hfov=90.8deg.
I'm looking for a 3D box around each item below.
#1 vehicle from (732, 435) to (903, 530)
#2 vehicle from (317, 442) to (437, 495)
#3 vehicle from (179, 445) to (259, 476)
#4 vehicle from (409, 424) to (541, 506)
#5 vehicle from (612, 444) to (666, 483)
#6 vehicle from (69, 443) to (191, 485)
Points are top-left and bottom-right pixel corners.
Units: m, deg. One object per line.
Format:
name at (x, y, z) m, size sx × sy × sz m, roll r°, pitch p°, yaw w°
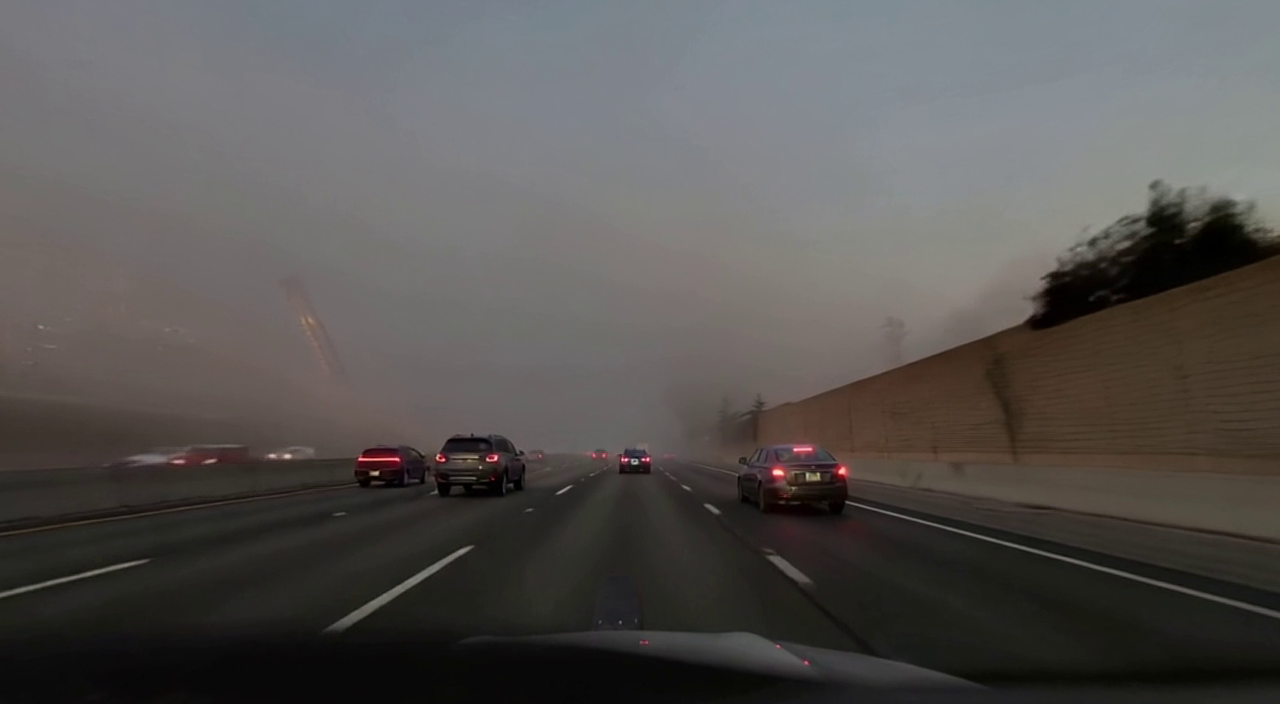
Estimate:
vehicle at (3.185, 2.428, 12.422) m, size 1.917 × 1.507 × 4.540 m, roll 0°, pitch -8°, yaw -2°
vehicle at (-8.168, 3.629, 20.104) m, size 1.908 × 1.476 × 4.342 m, roll 0°, pitch -8°, yaw 0°
vehicle at (-27.338, 7.000, 41.229) m, size 1.888 × 1.878 × 4.705 m, roll 0°, pitch -8°, yaw 0°
vehicle at (-3.950, 2.793, 16.025) m, size 2.121 × 1.775 × 4.335 m, roll 0°, pitch -8°, yaw 0°
vehicle at (-0.082, 4.548, 26.084) m, size 2.045 × 1.452 × 4.040 m, roll 0°, pitch -8°, yaw -1°
vehicle at (-23.311, 5.093, 29.132) m, size 1.918 × 1.777 × 4.381 m, roll 0°, pitch -8°, yaw 0°
